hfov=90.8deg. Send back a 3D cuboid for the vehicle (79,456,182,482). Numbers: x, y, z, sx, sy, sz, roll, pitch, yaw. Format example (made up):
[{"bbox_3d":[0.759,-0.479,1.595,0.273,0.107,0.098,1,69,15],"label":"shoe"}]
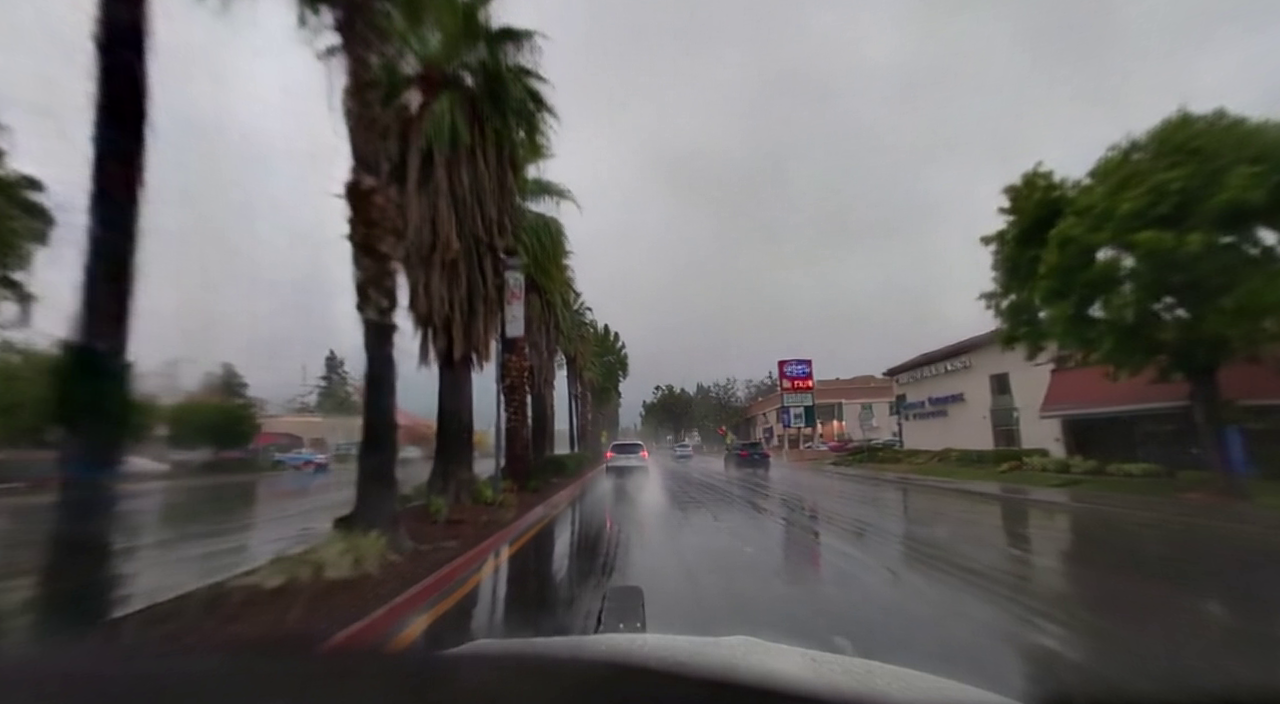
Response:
[{"bbox_3d":[-30.163,6.930,37.526,4.345,1.476,1.937,0,-9,-2],"label":"vehicle"}]

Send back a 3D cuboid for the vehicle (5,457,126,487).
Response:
[{"bbox_3d":[-30.972,6.458,34.158,4.544,1.533,2.026,0,-9,0],"label":"vehicle"}]

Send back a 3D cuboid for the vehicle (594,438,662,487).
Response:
[{"bbox_3d":[-0.367,3.727,21.611,2.106,1.496,3.964,0,-9,0],"label":"vehicle"}]

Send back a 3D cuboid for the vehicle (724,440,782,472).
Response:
[{"bbox_3d":[6.099,5.660,34.657,2.244,1.618,4.585,0,-9,-2],"label":"vehicle"}]
